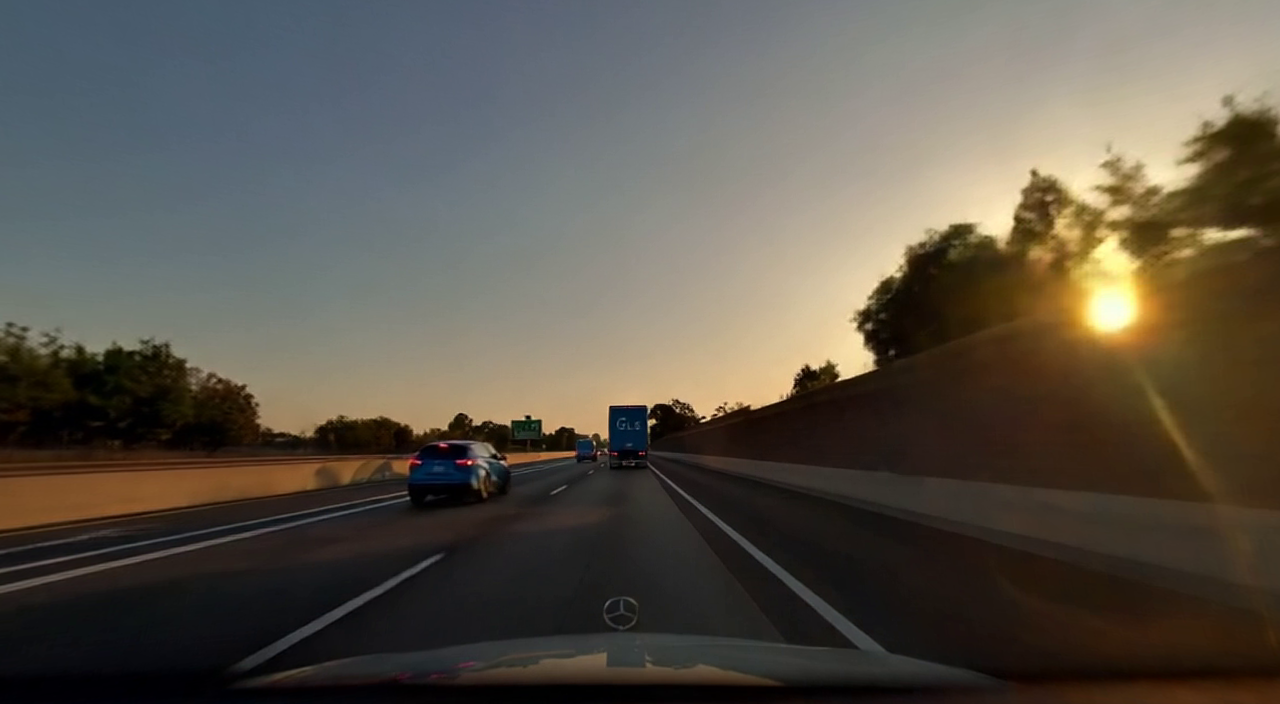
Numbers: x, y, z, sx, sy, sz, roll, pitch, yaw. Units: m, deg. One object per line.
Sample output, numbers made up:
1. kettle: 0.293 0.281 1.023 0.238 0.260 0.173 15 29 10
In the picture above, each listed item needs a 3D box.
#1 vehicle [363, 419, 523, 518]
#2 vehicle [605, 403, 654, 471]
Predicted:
1. vehicle: -4.423 2.733 15.197 2.226 1.935 5.130 0 -9 -1
2. vehicle: -0.709 5.839 42.467 2.923 4.007 9.760 0 -9 -1
